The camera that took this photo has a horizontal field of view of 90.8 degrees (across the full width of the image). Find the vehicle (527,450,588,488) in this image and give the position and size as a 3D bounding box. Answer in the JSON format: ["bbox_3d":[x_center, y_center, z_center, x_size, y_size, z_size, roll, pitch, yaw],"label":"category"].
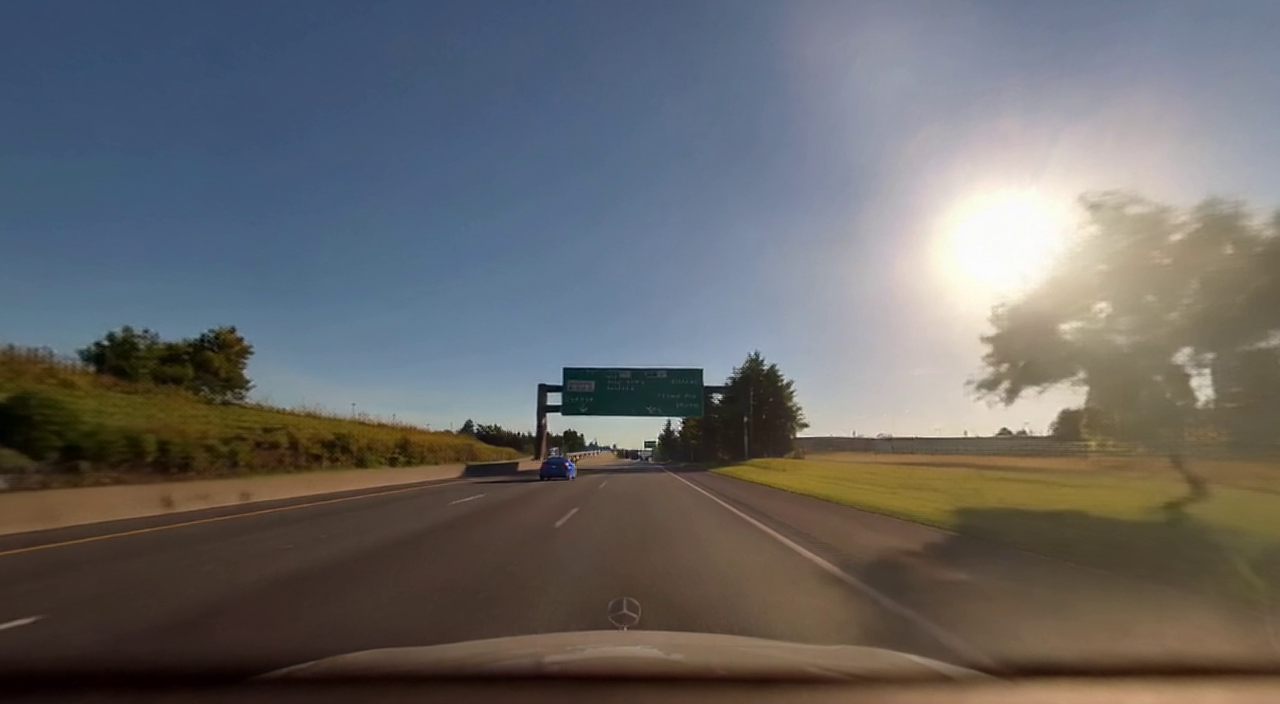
[{"bbox_3d":[-3.568,5.158,28.083,2.121,1.537,3.852,0,-9,1],"label":"vehicle"}]
